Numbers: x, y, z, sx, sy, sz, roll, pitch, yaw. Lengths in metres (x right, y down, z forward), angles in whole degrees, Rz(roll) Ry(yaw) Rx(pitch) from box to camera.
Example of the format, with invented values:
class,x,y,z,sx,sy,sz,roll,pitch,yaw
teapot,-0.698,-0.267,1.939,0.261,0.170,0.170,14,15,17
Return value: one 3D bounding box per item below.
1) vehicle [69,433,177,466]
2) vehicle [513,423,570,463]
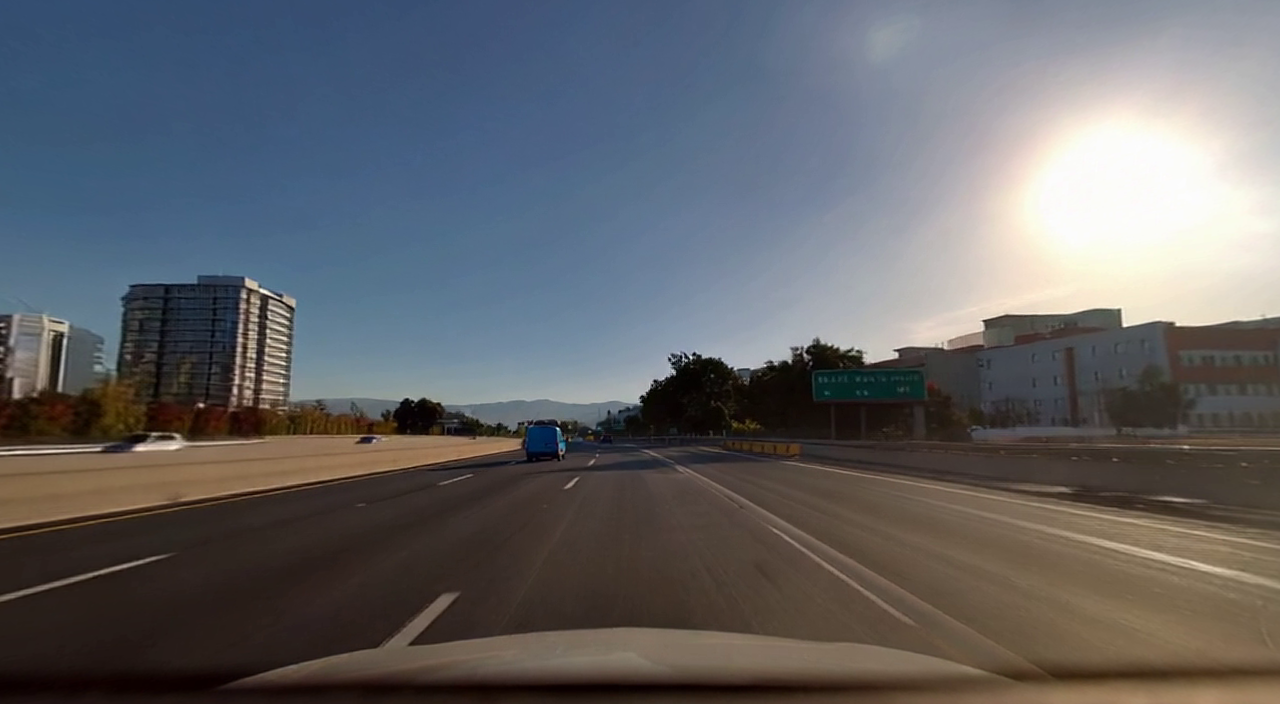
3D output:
class,x,y,z,sx,sy,sz,roll,pitch,yaw
vehicle,-22.886,4.314,28.088,1.736,1.356,3.734,0,-8,-3
vehicle,-4.785,4.519,31.446,2.219,1.827,4.738,0,-8,-2
